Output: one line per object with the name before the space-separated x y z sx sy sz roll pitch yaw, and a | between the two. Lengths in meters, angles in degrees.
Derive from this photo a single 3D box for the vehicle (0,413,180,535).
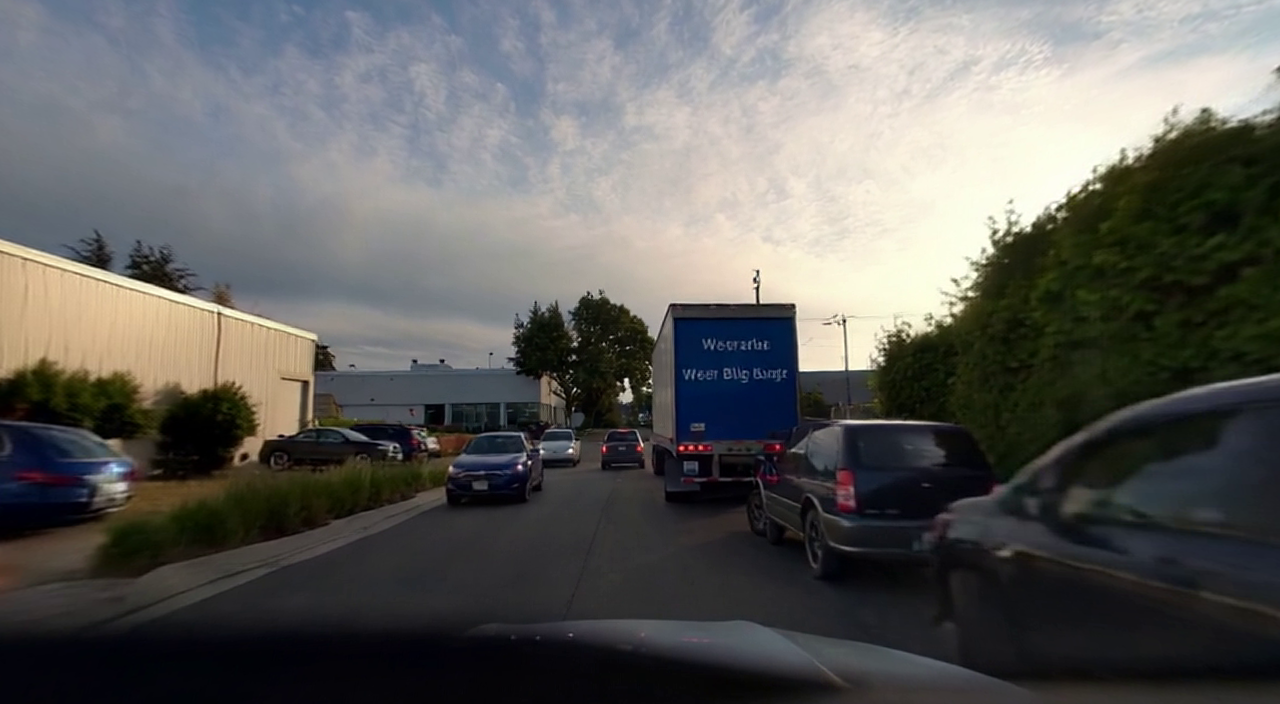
vehicle | -9.028 1.595 8.505 4.102 1.455 1.870 0 -8 -1

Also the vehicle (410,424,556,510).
vehicle | -3.088 2.347 13.408 2.033 1.508 4.298 0 -8 -1

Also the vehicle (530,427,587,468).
vehicle | -3.172 3.808 25.259 1.780 1.488 4.043 0 -8 -1

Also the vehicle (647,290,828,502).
vehicle | 1.956 1.795 19.435 2.865 4.113 14.471 0 -8 -2

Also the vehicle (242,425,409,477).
vehicle | -9.338 2.961 19.021 4.015 1.461 1.903 1 -8 -5

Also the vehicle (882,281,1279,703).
vehicle | 2.453 0.685 1.577 1.875 1.674 4.231 0 -8 -2

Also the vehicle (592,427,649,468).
vehicle | -0.700 3.889 25.841 2.160 1.498 3.909 0 -8 1
